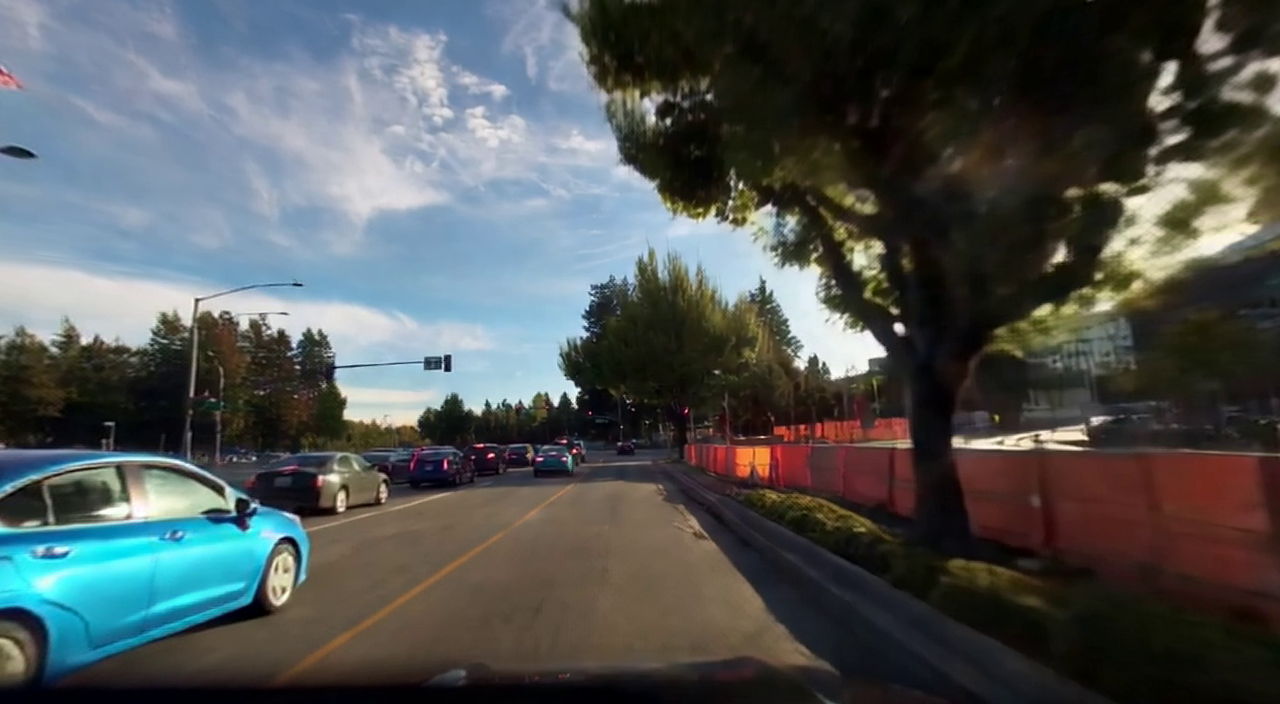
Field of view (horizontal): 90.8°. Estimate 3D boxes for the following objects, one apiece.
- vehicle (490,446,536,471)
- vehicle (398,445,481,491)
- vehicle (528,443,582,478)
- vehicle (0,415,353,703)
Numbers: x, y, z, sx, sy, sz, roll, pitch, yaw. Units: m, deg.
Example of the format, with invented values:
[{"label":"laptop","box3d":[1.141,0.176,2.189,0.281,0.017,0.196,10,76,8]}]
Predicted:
[{"label":"vehicle","box3d":[-8.100,6.803,40.651,1.933,1.458,4.544,0,-9,1]},{"label":"vehicle","box3d":[-7.548,4.384,24.256,1.900,1.507,4.285,-2,-9,-1]},{"label":"vehicle","box3d":[-3.886,5.020,29.412,2.042,1.441,4.172,-1,-9,-1]},{"label":"vehicle","box3d":[-3.924,1.252,4.010,2.026,1.497,4.577,-2,-9,1]}]
